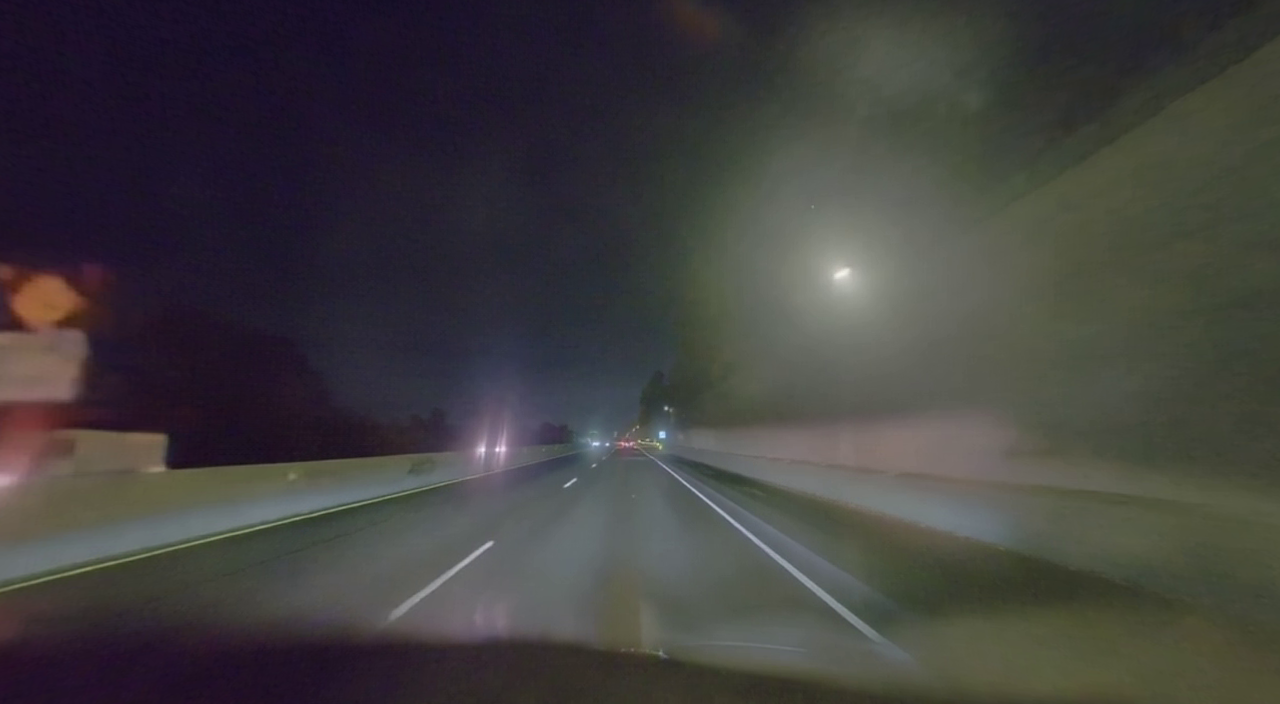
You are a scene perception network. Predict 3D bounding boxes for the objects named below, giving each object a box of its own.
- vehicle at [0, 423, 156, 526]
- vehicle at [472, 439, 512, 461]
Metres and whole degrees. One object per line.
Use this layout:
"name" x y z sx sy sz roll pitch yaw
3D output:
"vehicle" -13.431 2.525 13.355 2.136 1.968 5.178 0 -8 0
"vehicle" -10.812 7.175 46.298 1.889 1.554 4.163 0 -8 1
